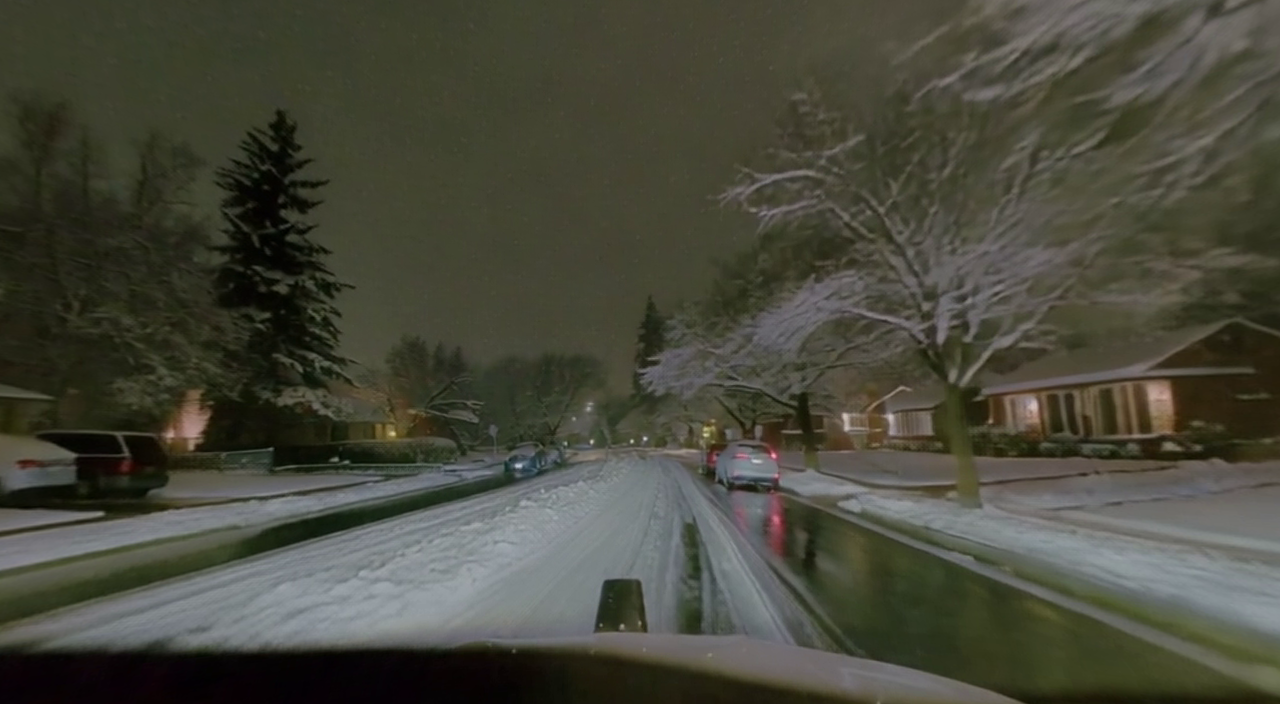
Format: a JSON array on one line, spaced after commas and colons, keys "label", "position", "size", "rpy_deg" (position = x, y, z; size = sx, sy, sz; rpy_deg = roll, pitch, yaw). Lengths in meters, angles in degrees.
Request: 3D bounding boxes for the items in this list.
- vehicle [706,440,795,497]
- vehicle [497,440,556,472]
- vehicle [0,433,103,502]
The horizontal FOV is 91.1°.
[{"label": "vehicle", "position": [3.099, 3.350, 18.672], "size": [2.088, 1.429, 4.796], "rpy_deg": [-1, -8, 4]}, {"label": "vehicle", "position": [-5.996, 5.612, 33.700], "size": [1.943, 1.433, 4.717], "rpy_deg": [-6, -11, 4]}, {"label": "vehicle", "position": [-15.666, 2.687, 14.891], "size": [4.344, 1.483, 1.928], "rpy_deg": [-1, -8, 8]}]
